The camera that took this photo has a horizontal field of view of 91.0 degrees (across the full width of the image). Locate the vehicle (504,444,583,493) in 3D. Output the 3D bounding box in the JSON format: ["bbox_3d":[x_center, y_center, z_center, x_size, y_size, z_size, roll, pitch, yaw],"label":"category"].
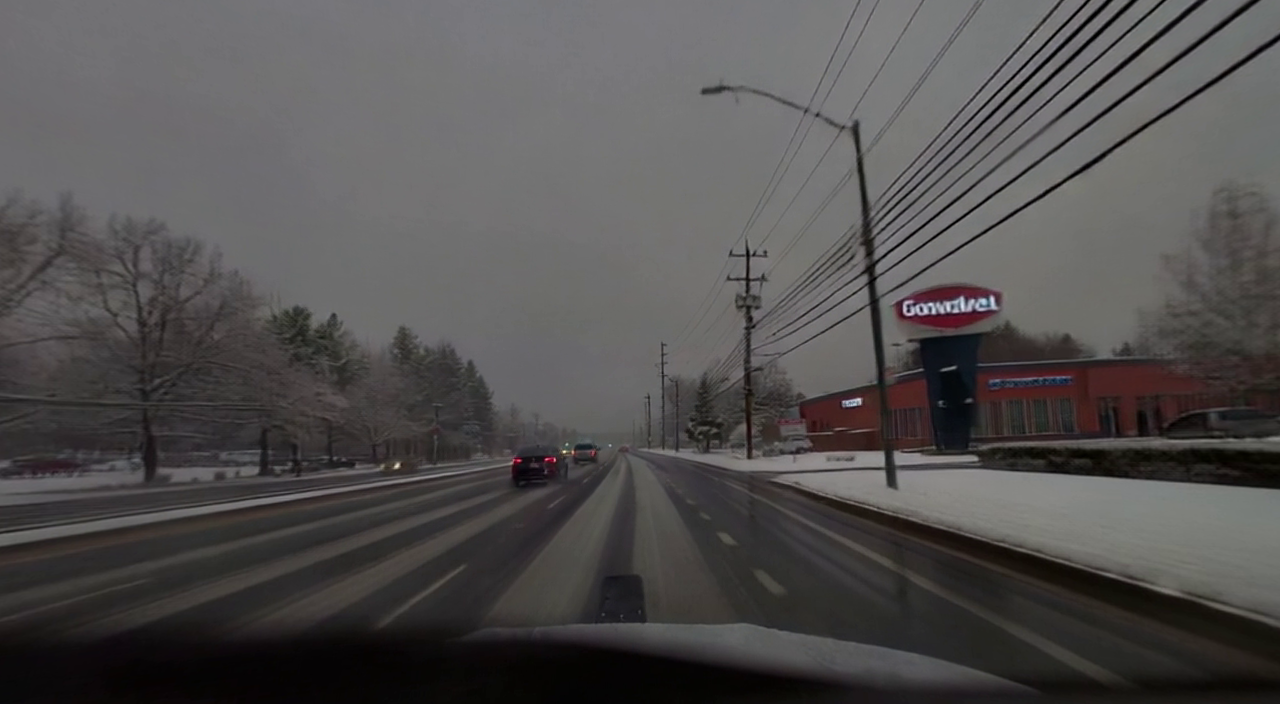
[{"bbox_3d":[-3.129,3.876,21.389,1.942,1.469,4.426,0,-9,0],"label":"vehicle"}]
